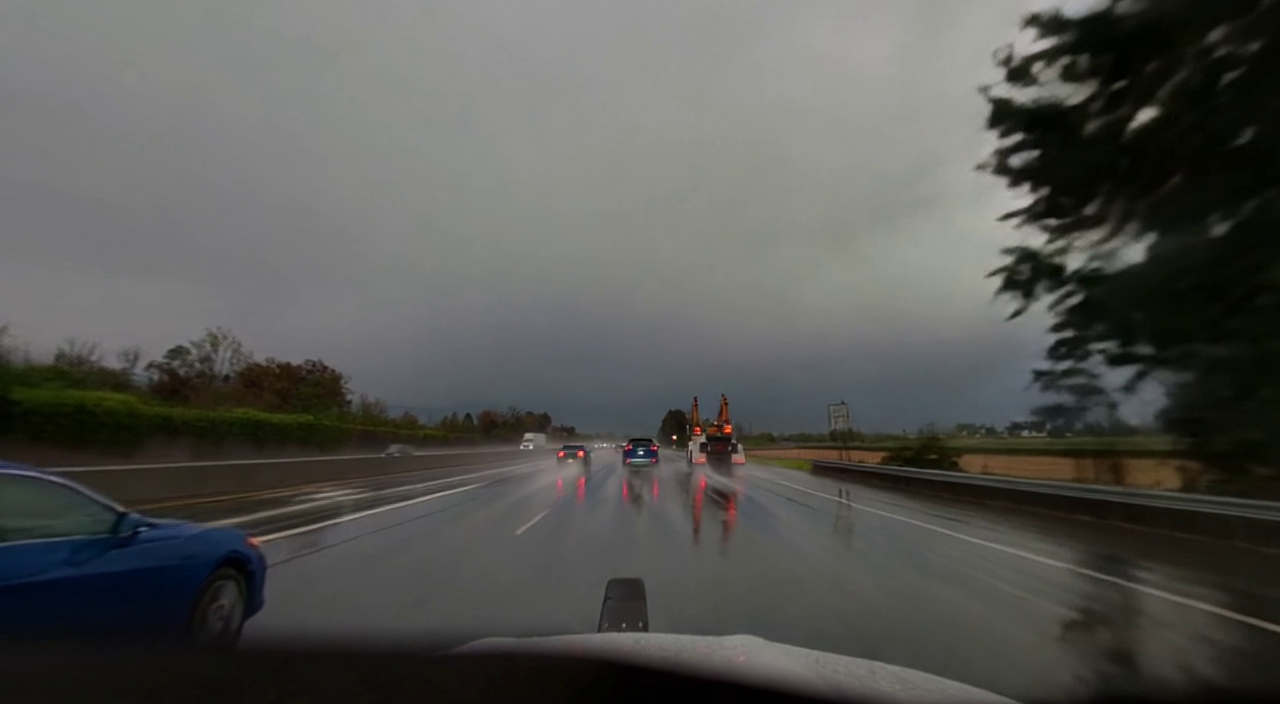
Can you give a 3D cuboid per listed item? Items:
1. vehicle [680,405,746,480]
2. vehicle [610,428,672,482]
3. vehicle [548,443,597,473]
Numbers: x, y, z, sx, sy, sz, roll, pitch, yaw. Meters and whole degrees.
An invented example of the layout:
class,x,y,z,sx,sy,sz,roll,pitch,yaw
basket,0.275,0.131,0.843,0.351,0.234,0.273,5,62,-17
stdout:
class,x,y,z,sx,sy,sz,roll,pitch,yaw
vehicle,4.030,5.301,36.925,2.793,3.828,9.580,0,-8,1
vehicle,0.069,4.184,25.971,2.308,1.993,4.631,0,-8,1
vehicle,-3.542,5.697,34.105,2.096,1.469,4.319,0,-8,1
